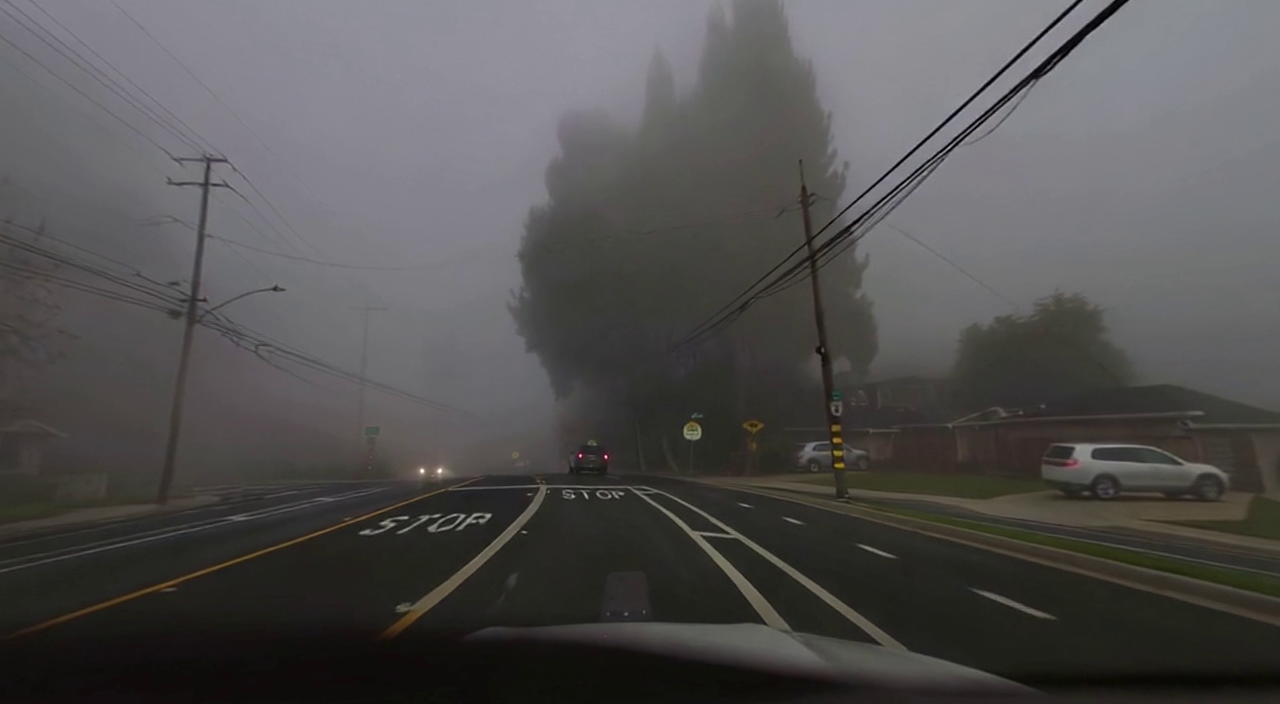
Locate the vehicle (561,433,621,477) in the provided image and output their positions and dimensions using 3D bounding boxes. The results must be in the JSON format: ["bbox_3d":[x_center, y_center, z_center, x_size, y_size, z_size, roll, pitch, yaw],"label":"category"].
[{"bbox_3d":[-2.470,4.902,30.520,2.284,1.741,4.702,4,-7,-10],"label":"vehicle"}]

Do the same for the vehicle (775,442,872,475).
[{"bbox_3d":[9.791,5.675,33.777,4.582,1.707,1.934,1,-9,-10],"label":"vehicle"}]

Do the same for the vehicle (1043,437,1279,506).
[{"bbox_3d":[12.429,2.798,15.007,4.383,1.508,1.884,0,-8,-3],"label":"vehicle"}]
